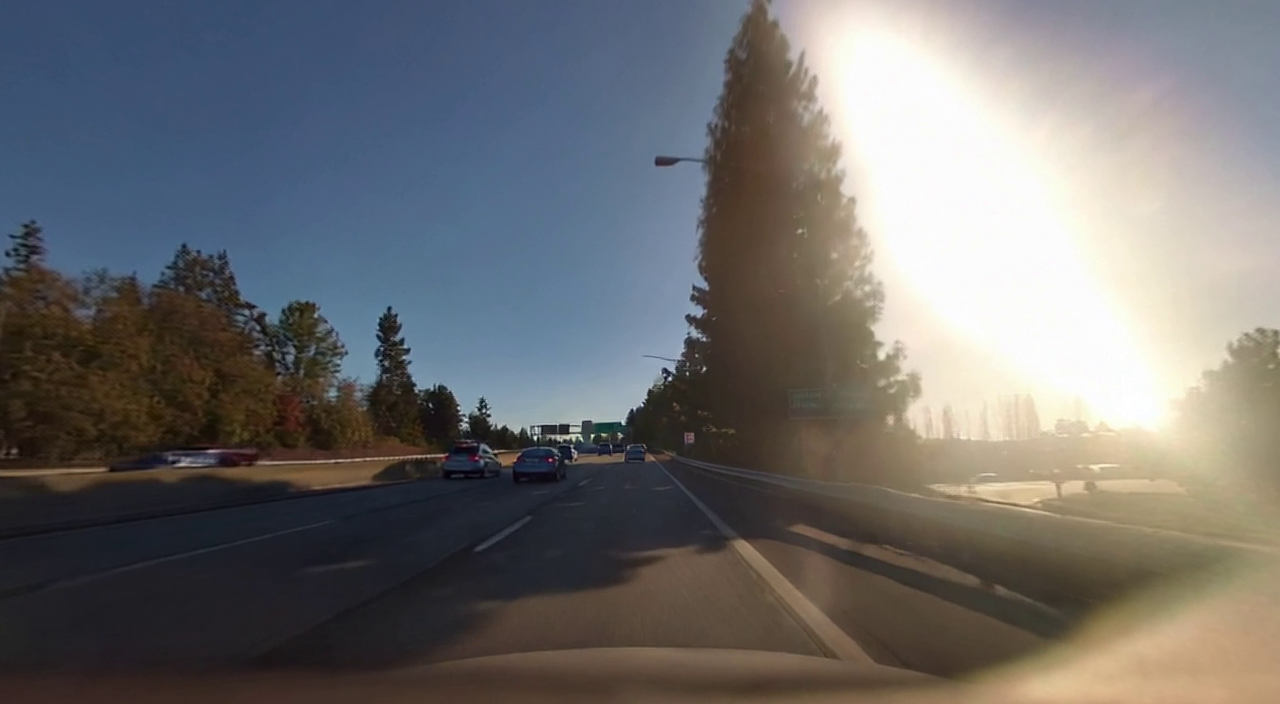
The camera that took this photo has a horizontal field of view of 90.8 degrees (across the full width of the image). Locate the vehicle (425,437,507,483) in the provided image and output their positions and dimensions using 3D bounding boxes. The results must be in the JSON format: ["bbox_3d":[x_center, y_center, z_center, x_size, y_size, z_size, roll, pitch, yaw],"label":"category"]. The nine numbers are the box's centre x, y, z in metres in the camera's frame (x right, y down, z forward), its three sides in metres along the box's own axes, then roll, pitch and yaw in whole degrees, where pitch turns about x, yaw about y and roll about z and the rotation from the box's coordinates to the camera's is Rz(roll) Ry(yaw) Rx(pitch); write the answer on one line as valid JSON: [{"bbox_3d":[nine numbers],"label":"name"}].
[{"bbox_3d":[-7.409,4.647,27.412,2.091,1.795,4.617,-1,-9,2],"label":"vehicle"}]

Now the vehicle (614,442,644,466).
[{"bbox_3d":[-0.821,7.799,48.539,2.179,1.742,4.396,0,-9,0],"label":"vehicle"}]

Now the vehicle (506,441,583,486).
[{"bbox_3d":[-3.632,4.374,25.037,2.102,1.562,4.884,-1,-9,2],"label":"vehicle"}]
